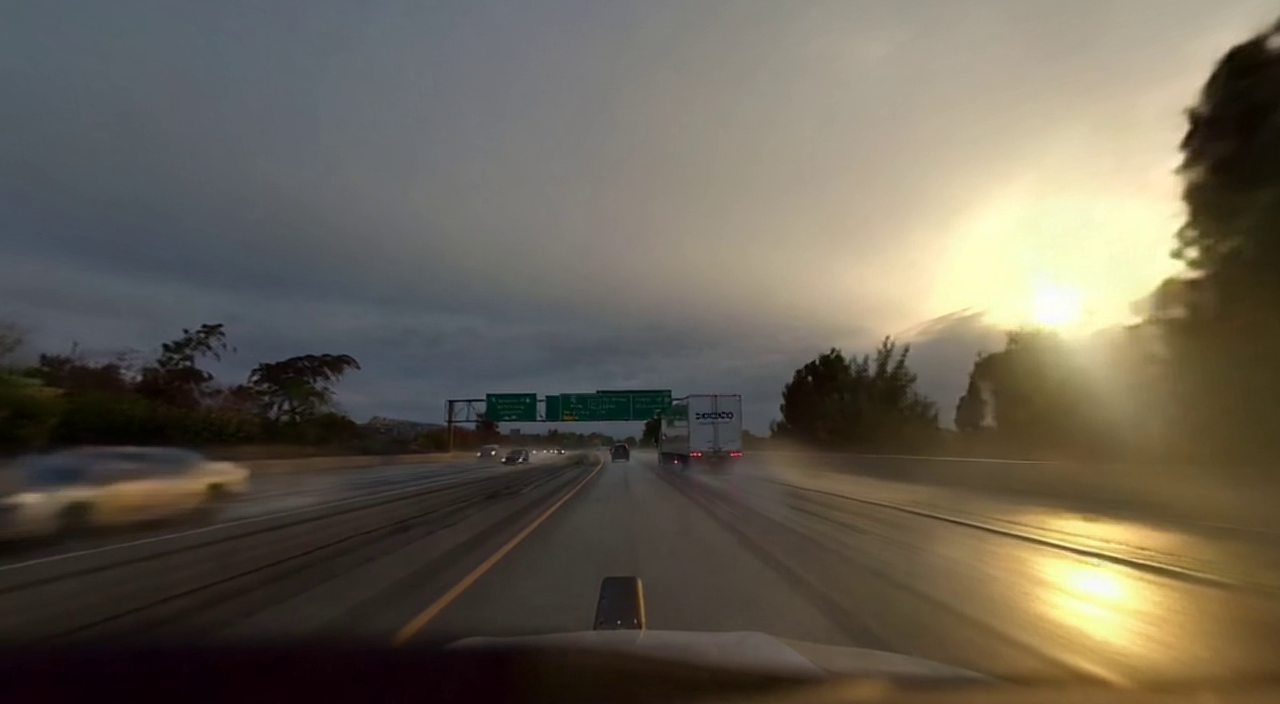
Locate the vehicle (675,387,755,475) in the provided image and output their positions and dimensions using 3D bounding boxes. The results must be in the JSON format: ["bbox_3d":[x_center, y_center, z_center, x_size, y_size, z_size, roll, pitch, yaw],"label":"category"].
[{"bbox_3d":[3.602,4.192,32.633,2.892,3.928,8.380,0,-9,-1],"label":"vehicle"}]

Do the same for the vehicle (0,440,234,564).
[{"bbox_3d":[-9.066,2.222,10.066,1.957,1.538,4.733,0,-9,-1],"label":"vehicle"}]
